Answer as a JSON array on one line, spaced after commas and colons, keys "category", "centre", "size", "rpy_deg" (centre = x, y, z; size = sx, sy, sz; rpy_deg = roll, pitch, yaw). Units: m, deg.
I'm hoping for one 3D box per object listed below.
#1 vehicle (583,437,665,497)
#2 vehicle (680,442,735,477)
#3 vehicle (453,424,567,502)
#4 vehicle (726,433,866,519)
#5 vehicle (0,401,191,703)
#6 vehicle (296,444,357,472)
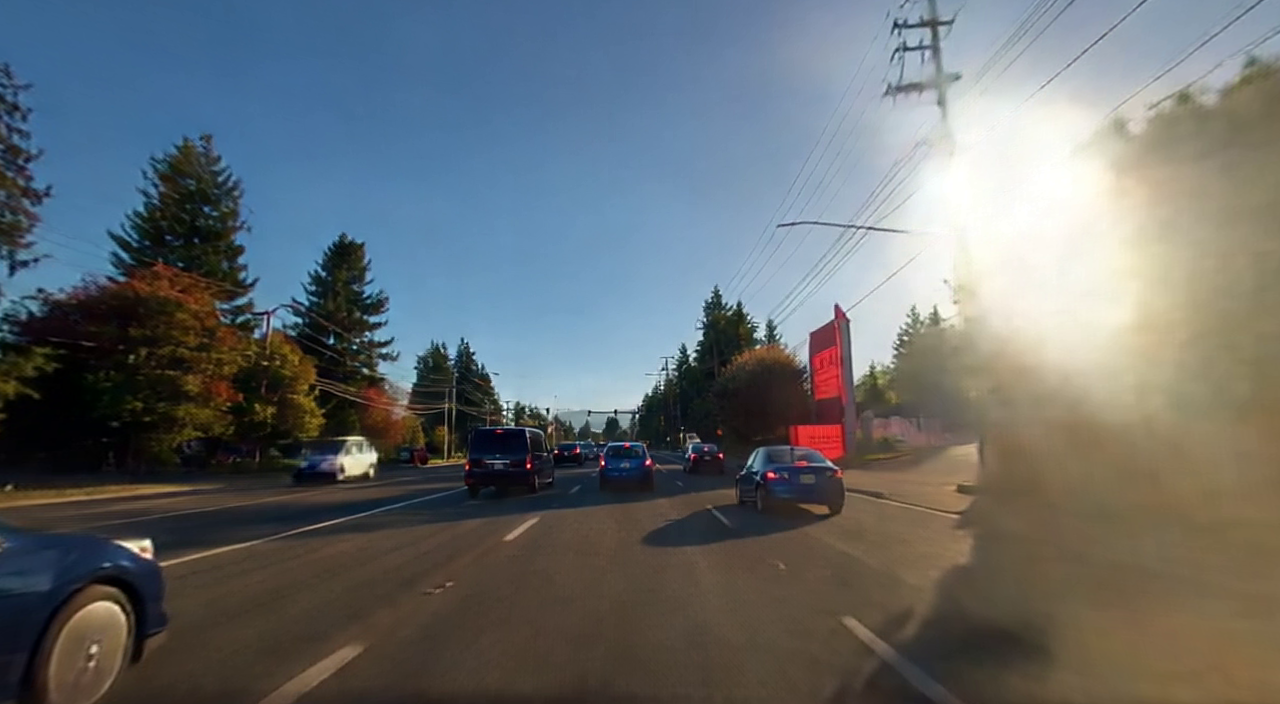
[{"category": "vehicle", "centre": [-0.410, 3.219, 18.033], "size": [2.097, 1.511, 3.809], "rpy_deg": [0, -9, 0]}, {"category": "vehicle", "centre": [3.026, 4.913, 29.179], "size": [1.878, 1.479, 4.461], "rpy_deg": [0, -9, -2]}, {"category": "vehicle", "centre": [-3.377, 3.001, 17.500], "size": [2.092, 1.839, 4.736], "rpy_deg": [0, -9, 0]}, {"category": "vehicle", "centre": [3.074, 2.519, 13.320], "size": [1.880, 1.521, 3.724], "rpy_deg": [0, -9, -2]}, {"category": "vehicle", "centre": [-3.332, 0.721, 1.011], "size": [2.004, 1.454, 4.349], "rpy_deg": [0, -9, 0]}, {"category": "vehicle", "centre": [-23.149, 7.820, 46.831], "size": [2.094, 1.899, 4.789], "rpy_deg": [0, -9, -1]}]
